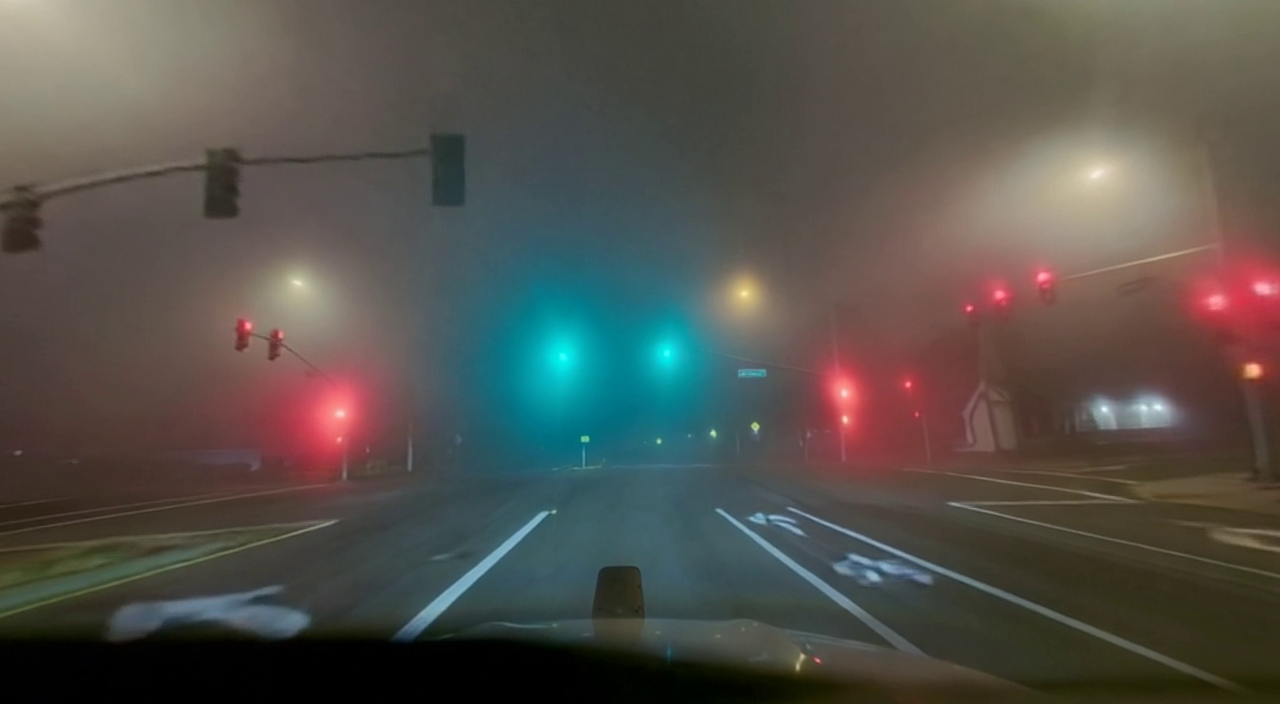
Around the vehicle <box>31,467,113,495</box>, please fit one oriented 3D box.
[{"bbox_3d":[-37.072,8.406,41.395,1.857,1.491,4.680,2,-9,-12],"label":"vehicle"}]

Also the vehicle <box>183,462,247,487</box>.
[{"bbox_3d":[-28.870,8.313,43.066,1.974,1.457,4.248,1,-9,-11],"label":"vehicle"}]
